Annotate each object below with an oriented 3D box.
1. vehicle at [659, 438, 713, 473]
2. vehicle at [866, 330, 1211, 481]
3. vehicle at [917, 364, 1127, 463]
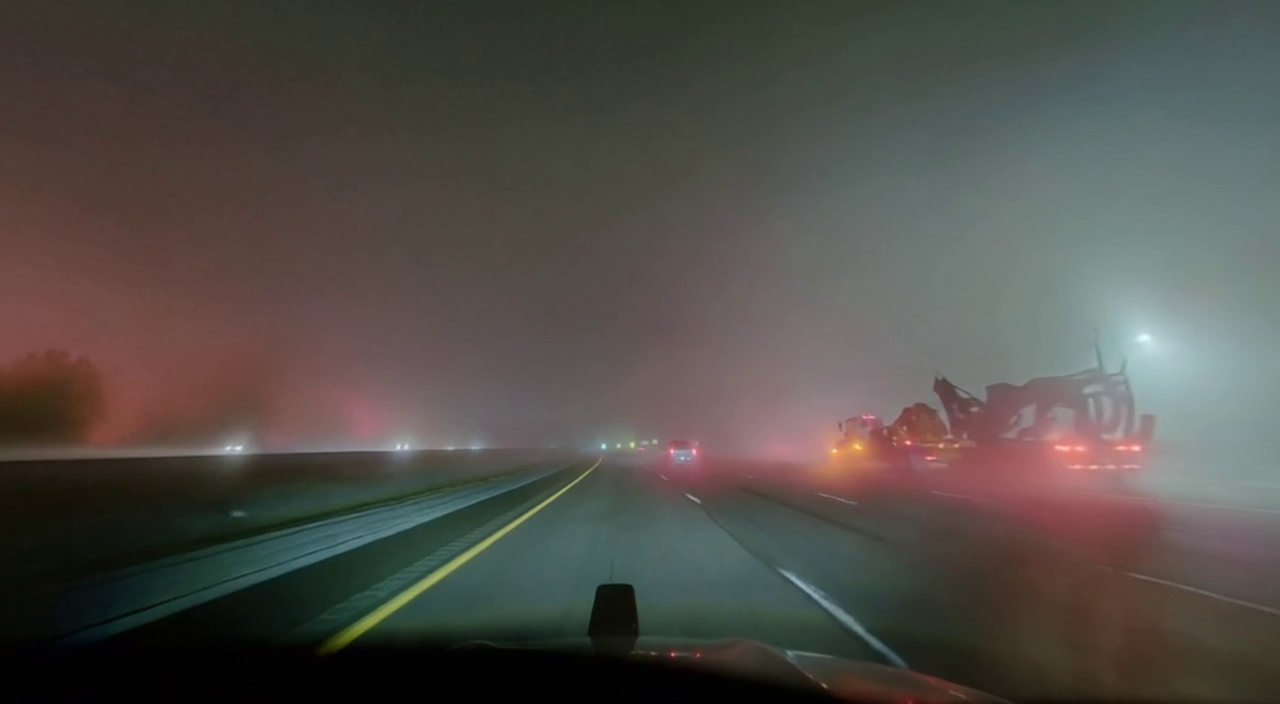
[{"bbox_3d":[2.367,5.488,33.755,2.305,1.729,4.526,0,-8,-3],"label":"vehicle"},{"bbox_3d":[14.041,2.590,25.459,3.968,4.321,14.566,1,-9,-2],"label":"vehicle"},{"bbox_3d":[13.856,2.459,23.794,3.476,3.195,6.407,1,-8,-4],"label":"vehicle"}]
